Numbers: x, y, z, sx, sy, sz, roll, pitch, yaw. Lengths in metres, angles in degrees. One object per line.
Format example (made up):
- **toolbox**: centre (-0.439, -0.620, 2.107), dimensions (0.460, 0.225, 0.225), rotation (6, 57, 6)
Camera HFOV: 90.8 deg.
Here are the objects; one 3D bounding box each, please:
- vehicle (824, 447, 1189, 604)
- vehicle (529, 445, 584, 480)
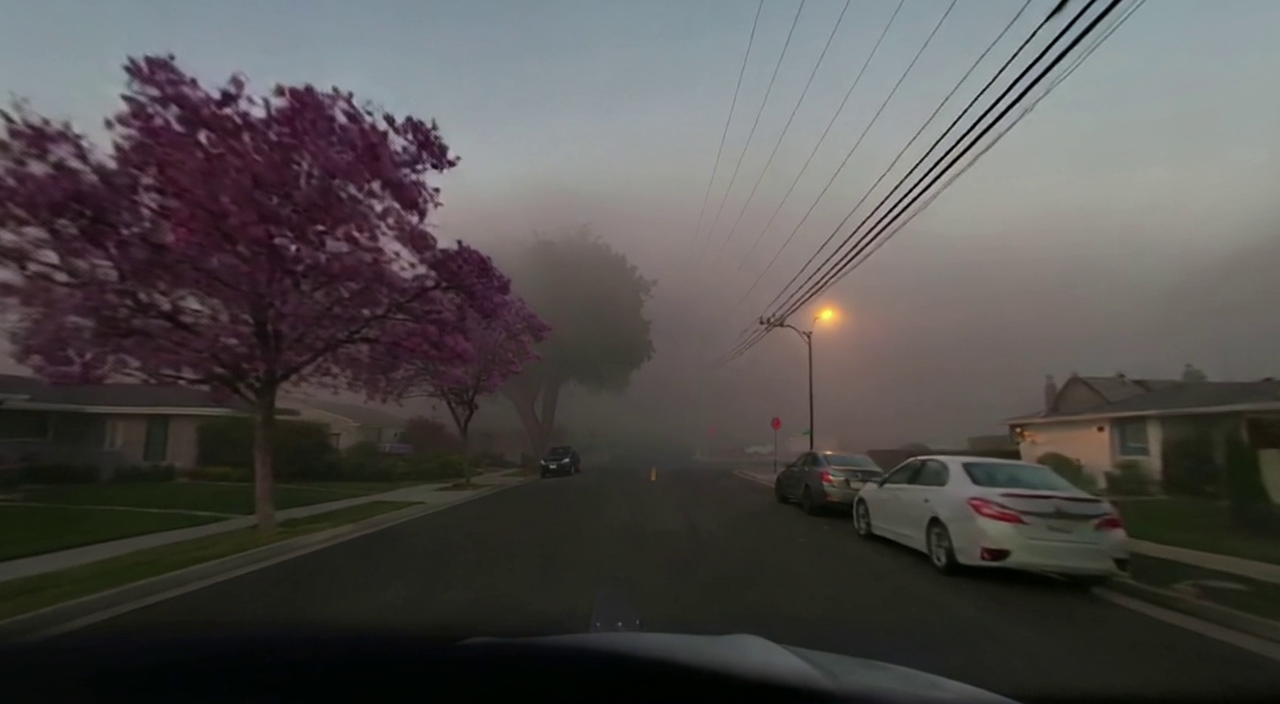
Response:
- **vehicle**: centre (4.280, 2.048, 8.588), dimensions (2.006, 1.489, 4.753), rotation (0, -8, -2)
- **vehicle**: centre (-4.027, 5.362, 31.062), dimensions (1.938, 1.508, 4.481), rotation (0, -7, 2)
